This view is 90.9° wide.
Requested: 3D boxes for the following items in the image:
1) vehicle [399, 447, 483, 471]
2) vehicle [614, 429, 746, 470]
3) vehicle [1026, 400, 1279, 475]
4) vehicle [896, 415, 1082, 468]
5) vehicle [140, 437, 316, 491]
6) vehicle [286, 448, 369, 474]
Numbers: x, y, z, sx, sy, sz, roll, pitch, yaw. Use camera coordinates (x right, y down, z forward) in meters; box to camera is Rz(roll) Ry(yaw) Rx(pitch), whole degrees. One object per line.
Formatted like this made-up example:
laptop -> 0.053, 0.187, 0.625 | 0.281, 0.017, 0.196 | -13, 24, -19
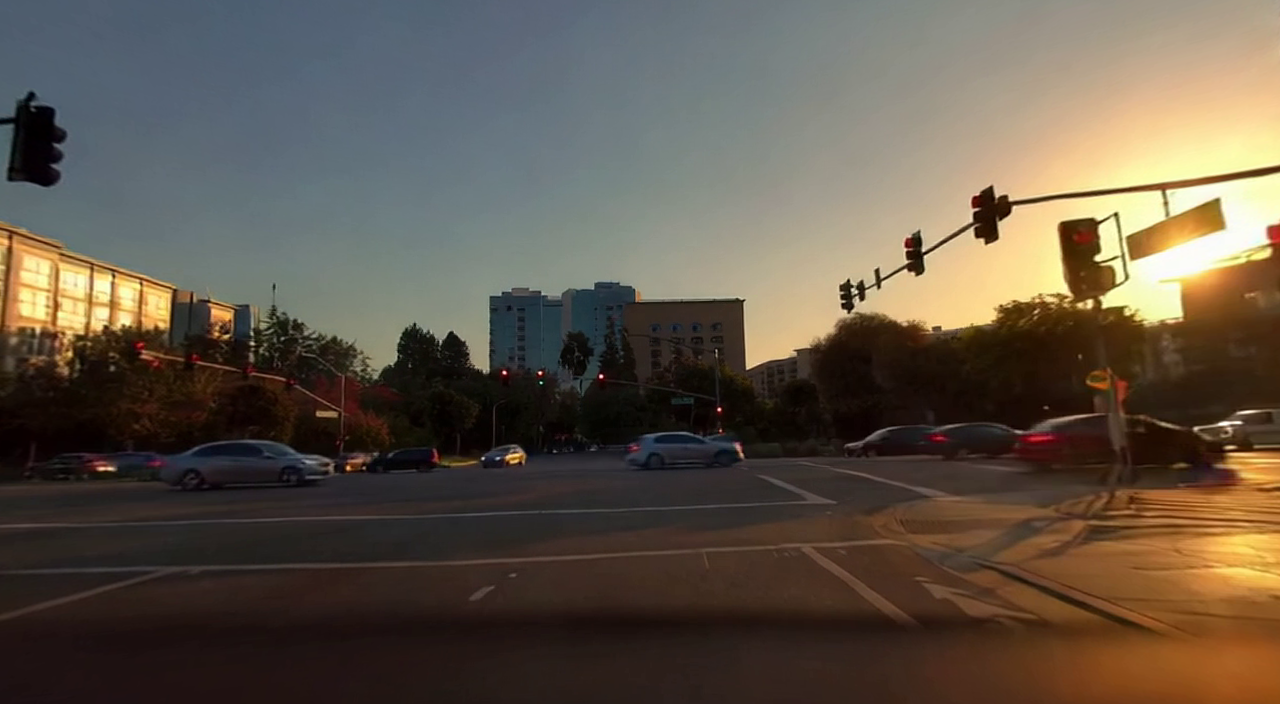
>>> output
vehicle -> -12.774, 6.879, 40.622 | 4.785, 1.472, 1.799 | -1, -9, 5
vehicle -> 1.525, 3.709, 23.979 | 4.793, 1.473, 1.878 | -1, -9, 6
vehicle -> 12.529, 2.098, 15.335 | 4.865, 1.663, 1.962 | -1, -9, 6
vehicle -> 10.529, 2.757, 19.339 | 4.494, 1.491, 1.906 | -1, -9, 6
vehicle -> -14.155, 3.870, 21.868 | 4.673, 1.740, 2.150 | -1, -9, 5
vehicle -> -22.370, 7.802, 45.206 | 4.939, 1.770, 2.001 | -1, -9, 5
